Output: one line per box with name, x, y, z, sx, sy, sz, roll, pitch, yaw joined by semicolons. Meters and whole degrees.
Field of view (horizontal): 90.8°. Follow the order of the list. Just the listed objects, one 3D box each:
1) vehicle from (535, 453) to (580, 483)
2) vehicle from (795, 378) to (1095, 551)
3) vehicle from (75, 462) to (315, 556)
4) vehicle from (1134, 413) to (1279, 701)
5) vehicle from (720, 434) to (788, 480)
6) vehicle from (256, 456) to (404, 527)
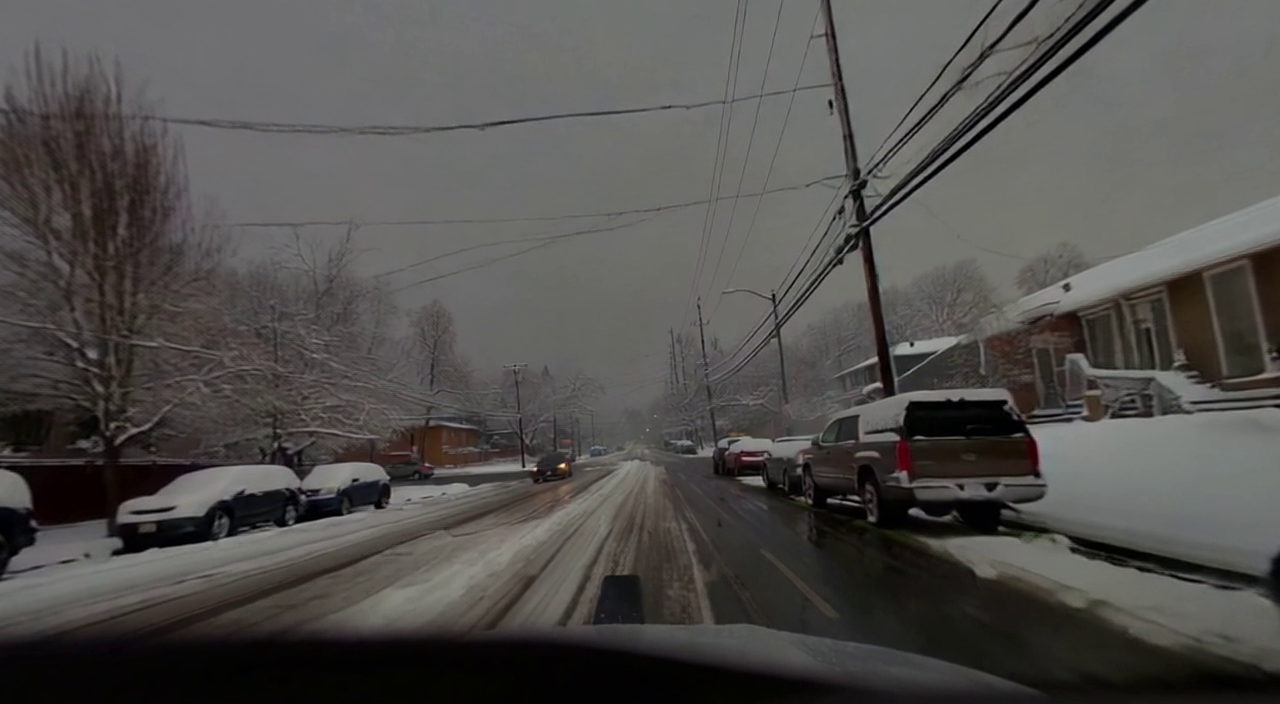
vehicle;-5.014;7.083;38.876;1.948;1.502;4.434;-5;-9;1
vehicle;4.492;1.804;10.741;2.330;2.160;5.550;0;-8;0
vehicle;-10.966;3.845;16.309;2.089;1.837;5.499;0;-8;1
vehicle;4.262;0.824;1.635;1.927;1.483;5.100;0;-8;1
vehicle;4.764;4.471;27.151;1.980;1.773;4.853;0;-8;-1
vehicle;-10.634;4.782;22.375;2.282;2.060;5.738;0;-8;0
